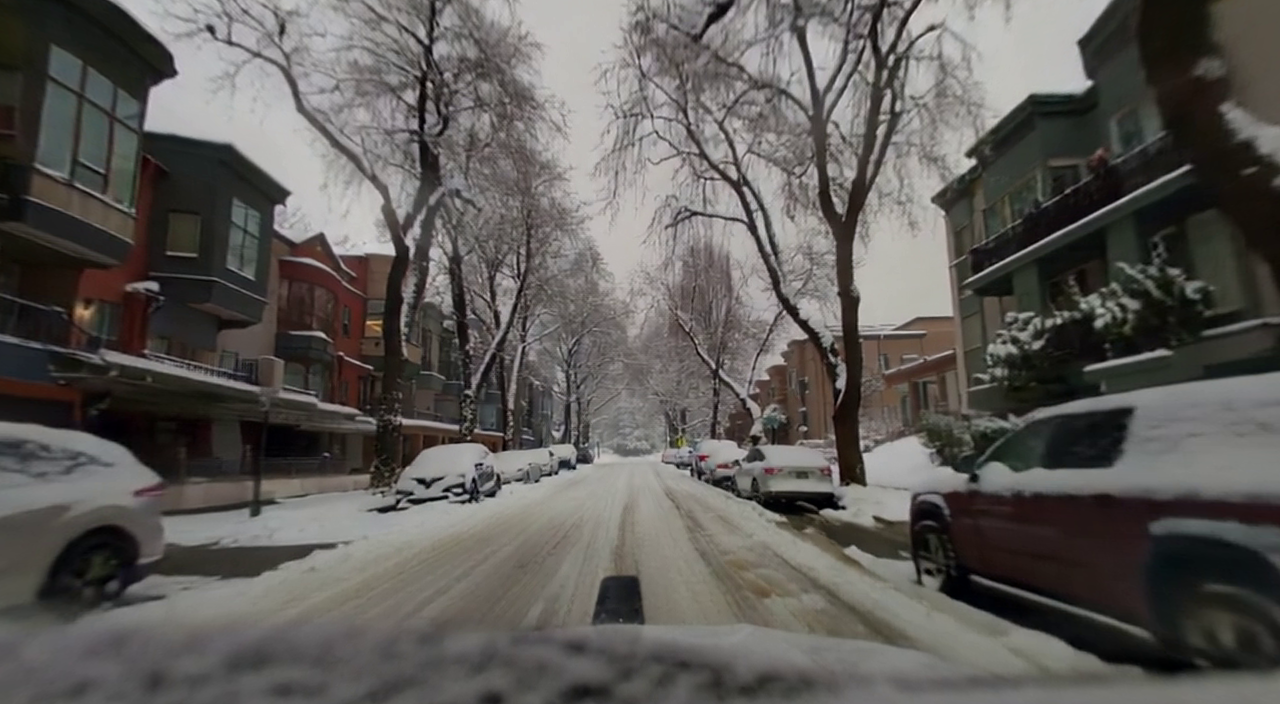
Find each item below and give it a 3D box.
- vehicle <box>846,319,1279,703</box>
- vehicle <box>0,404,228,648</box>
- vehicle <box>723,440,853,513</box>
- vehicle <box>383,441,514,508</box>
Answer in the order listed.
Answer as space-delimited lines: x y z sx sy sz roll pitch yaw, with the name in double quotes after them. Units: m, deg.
3.945 1.213 4.922 2.473 1.895 6.050 0 -10 -2 "vehicle"
-5.650 1.178 4.045 2.122 1.722 5.662 -1 -9 1 "vehicle"
3.824 3.309 17.448 2.187 1.699 5.038 0 -8 -2 "vehicle"
-5.576 3.629 19.308 2.222 1.735 5.215 -1 -8 2 "vehicle"
